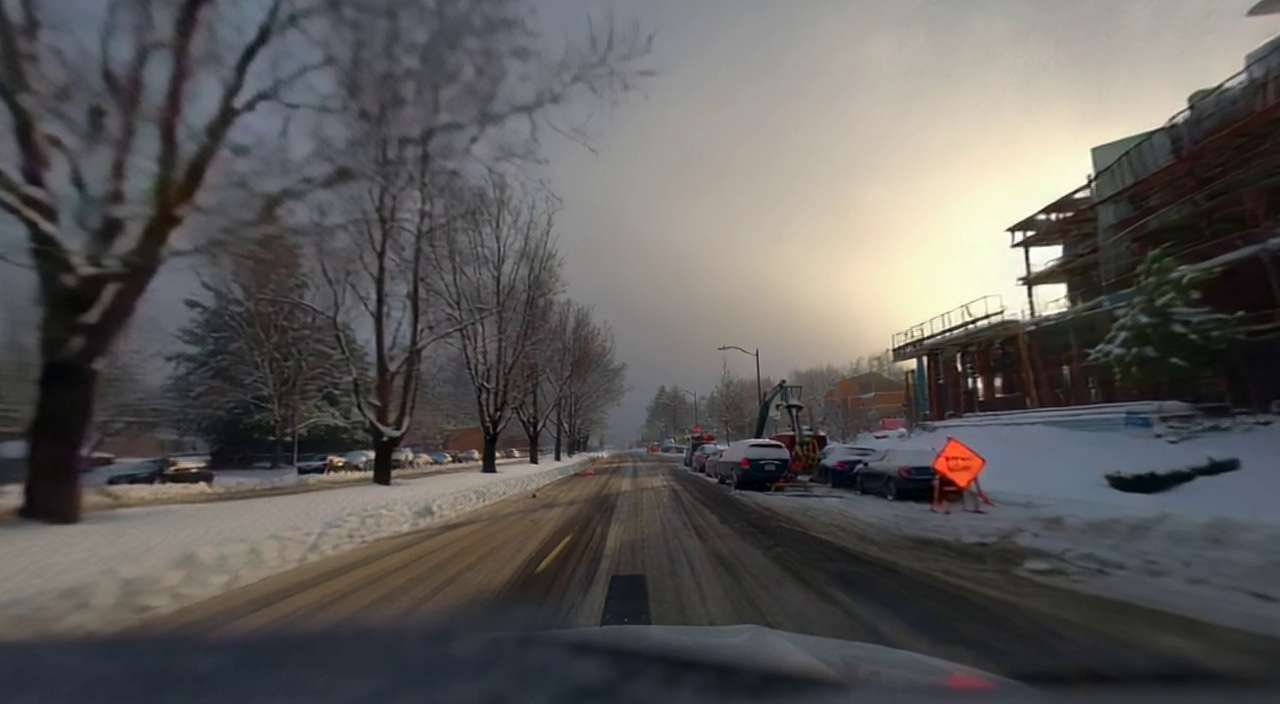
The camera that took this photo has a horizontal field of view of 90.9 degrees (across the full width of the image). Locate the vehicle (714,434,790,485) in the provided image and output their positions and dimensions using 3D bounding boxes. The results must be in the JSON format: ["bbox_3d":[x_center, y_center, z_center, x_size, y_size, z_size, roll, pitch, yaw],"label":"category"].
[{"bbox_3d":[4.379,4.277,25.468,2.050,1.832,4.794,0,-8,-2],"label":"vehicle"}]

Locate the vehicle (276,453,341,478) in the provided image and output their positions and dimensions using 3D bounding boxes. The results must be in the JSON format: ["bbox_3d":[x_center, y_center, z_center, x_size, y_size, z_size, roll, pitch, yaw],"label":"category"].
[{"bbox_3d":[-21.607,7.401,41.258,1.811,1.480,4.425,0,-8,0],"label":"vehicle"}]

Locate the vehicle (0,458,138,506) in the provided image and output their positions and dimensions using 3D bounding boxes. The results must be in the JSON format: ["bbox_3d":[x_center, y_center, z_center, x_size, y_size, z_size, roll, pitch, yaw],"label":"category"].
[{"bbox_3d":[-21.520,4.727,23.335,1.900,1.490,4.775,0,-8,0],"label":"vehicle"}]

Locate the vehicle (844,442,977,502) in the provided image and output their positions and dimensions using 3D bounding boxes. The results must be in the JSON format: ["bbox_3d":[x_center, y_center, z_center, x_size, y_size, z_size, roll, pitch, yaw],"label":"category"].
[{"bbox_3d":[7.504,3.342,18.027,1.933,1.483,4.330,0,-8,1],"label":"vehicle"}]

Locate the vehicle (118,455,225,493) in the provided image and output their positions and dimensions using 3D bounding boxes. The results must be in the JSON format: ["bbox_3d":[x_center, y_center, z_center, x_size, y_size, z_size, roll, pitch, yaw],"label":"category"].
[{"bbox_3d":[-21.732,5.645,29.448,1.832,1.583,4.083,0,-8,0],"label":"vehicle"}]

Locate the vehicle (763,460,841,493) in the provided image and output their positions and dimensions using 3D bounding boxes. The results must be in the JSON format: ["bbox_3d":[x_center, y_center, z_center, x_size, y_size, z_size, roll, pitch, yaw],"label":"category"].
[{"bbox_3d":[5.057,3.904,19.919,1.973,0.903,2.151,0,-8,3],"label":"vehicle"}]

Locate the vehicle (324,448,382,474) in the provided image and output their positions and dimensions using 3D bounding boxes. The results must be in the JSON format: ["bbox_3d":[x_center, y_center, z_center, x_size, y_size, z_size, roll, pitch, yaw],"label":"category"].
[{"bbox_3d":[-21.594,8.174,47.668,1.986,1.805,5.444,0,-8,-2],"label":"vehicle"}]
